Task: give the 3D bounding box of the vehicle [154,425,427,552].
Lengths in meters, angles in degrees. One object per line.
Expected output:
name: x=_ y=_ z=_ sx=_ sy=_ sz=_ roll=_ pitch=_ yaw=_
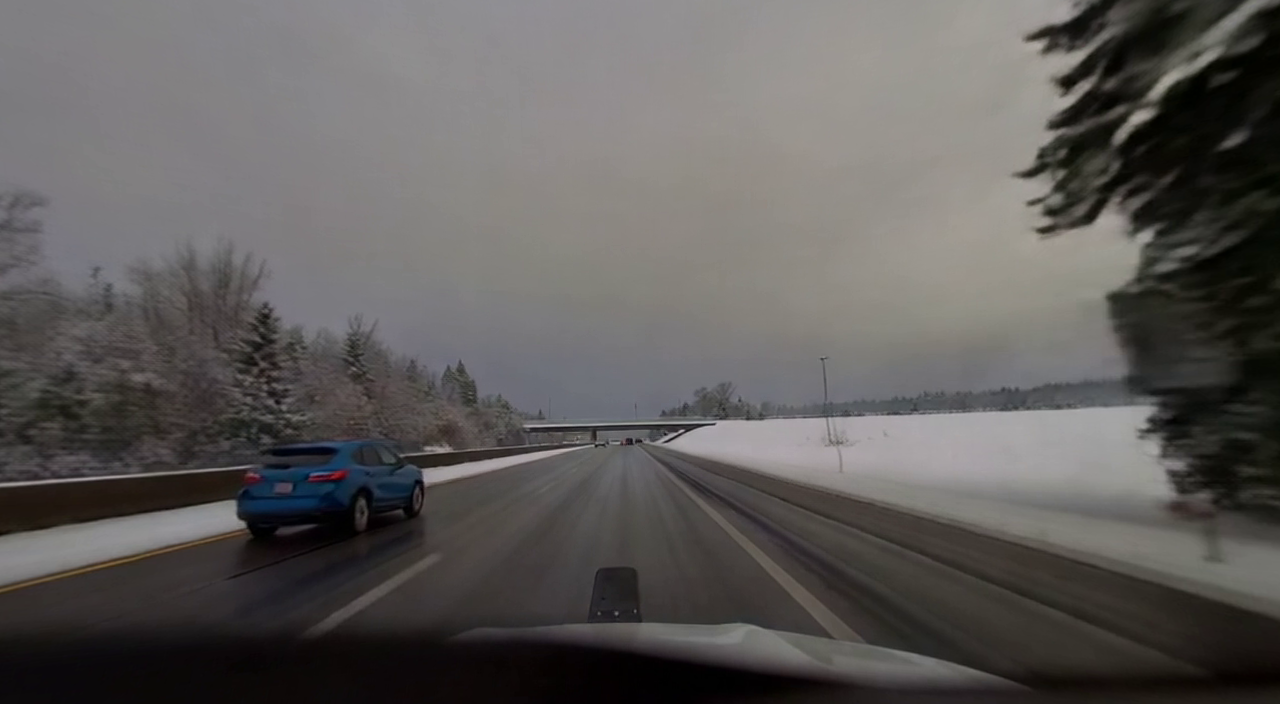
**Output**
vehicle: x=-4.838 y=1.892 z=9.497 sx=1.965 sy=1.513 sz=3.774 roll=0 pitch=-8 yaw=-1
